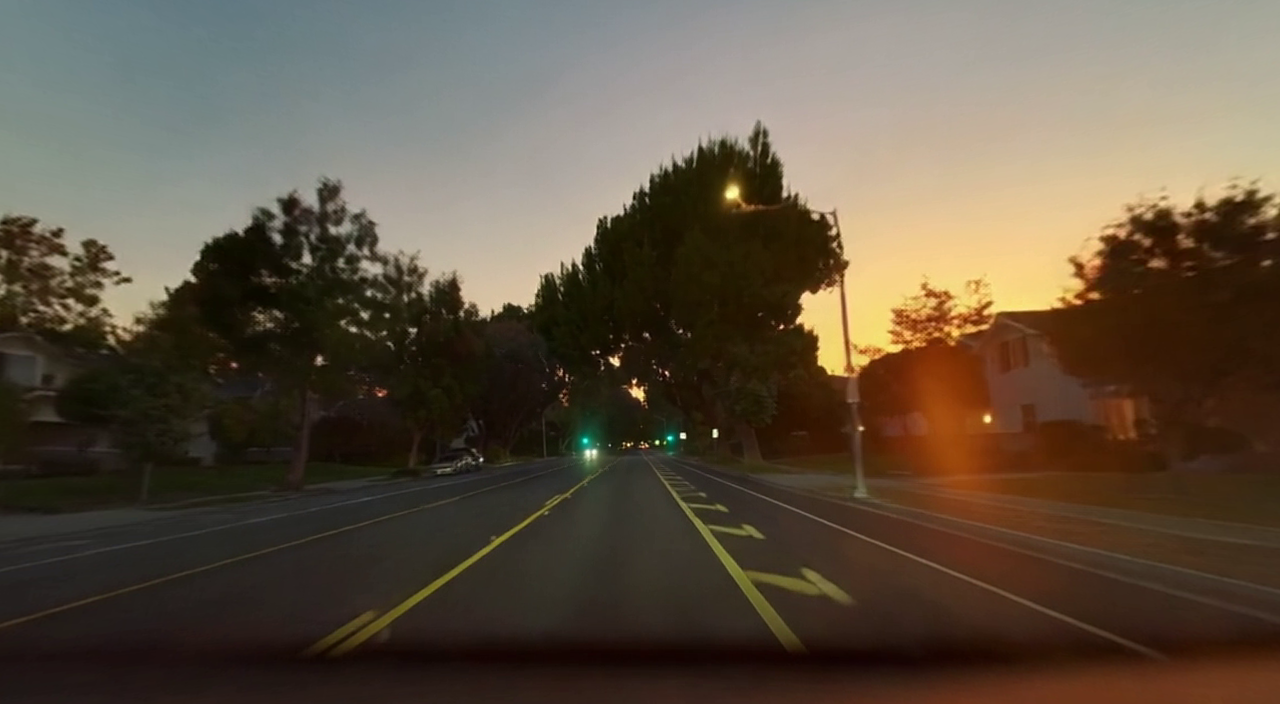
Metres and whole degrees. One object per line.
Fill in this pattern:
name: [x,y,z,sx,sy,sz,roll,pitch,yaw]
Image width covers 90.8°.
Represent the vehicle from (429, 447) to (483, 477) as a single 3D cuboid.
vehicle: [-11.833,7.069,40.842,2.047,1.710,4.473,-3,-9,2]
